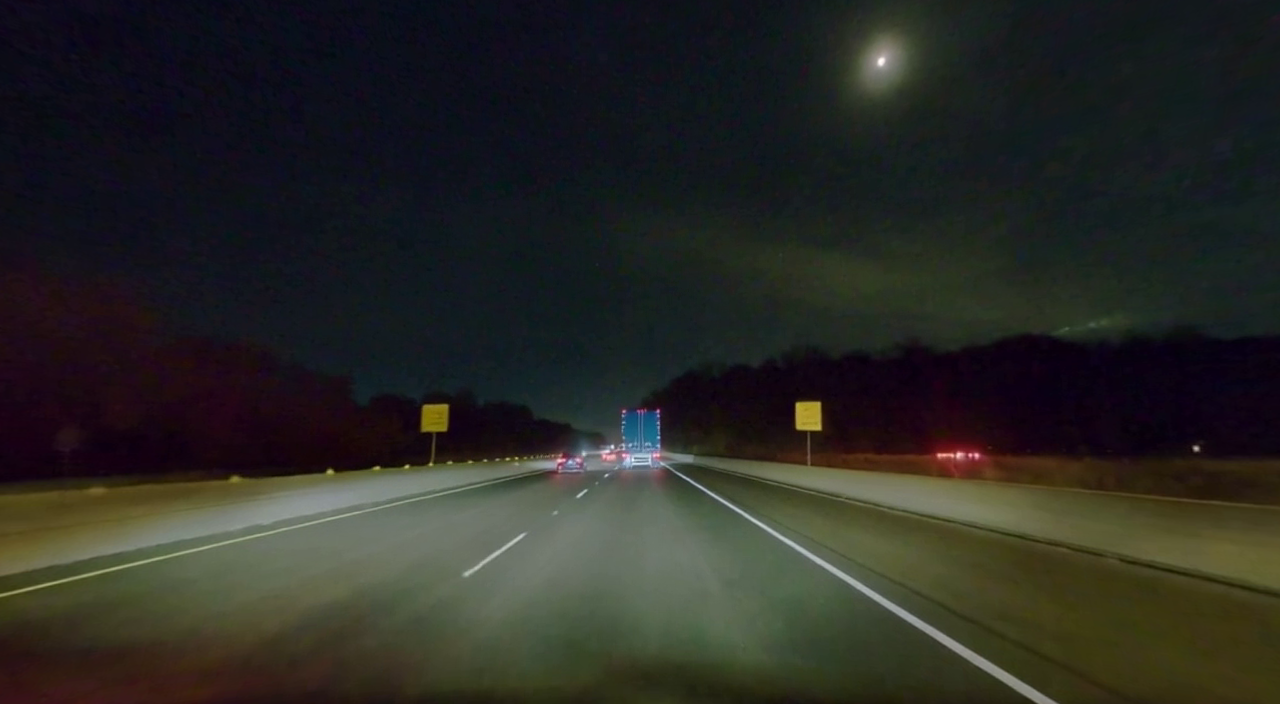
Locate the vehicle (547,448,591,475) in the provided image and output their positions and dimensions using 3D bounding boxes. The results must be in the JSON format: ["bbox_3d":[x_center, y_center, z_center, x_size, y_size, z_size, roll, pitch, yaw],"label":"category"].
[{"bbox_3d":[-4.132,6.468,37.543,2.053,1.523,4.450,0,-9,1],"label":"vehicle"}]

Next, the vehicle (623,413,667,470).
[{"bbox_3d":[0.199,6.797,47.680,2.864,3.805,9.500,0,-9,-3],"label":"vehicle"}]
